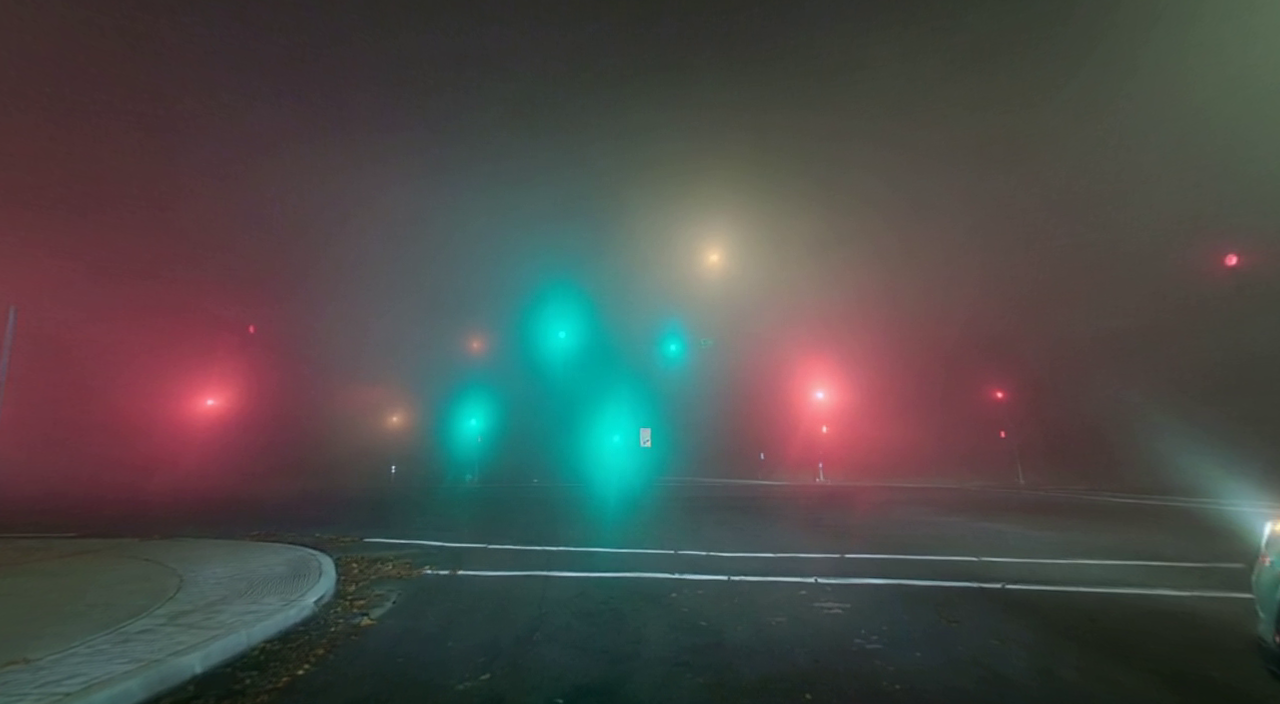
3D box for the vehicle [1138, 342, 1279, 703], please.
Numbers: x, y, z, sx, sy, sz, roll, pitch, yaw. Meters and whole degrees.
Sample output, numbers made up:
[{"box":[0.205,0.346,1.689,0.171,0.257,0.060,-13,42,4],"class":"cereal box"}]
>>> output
[{"box":[3.055,0.557,0.496,1.938,1.648,4.211,-1,-8,2],"class":"vehicle"}]
